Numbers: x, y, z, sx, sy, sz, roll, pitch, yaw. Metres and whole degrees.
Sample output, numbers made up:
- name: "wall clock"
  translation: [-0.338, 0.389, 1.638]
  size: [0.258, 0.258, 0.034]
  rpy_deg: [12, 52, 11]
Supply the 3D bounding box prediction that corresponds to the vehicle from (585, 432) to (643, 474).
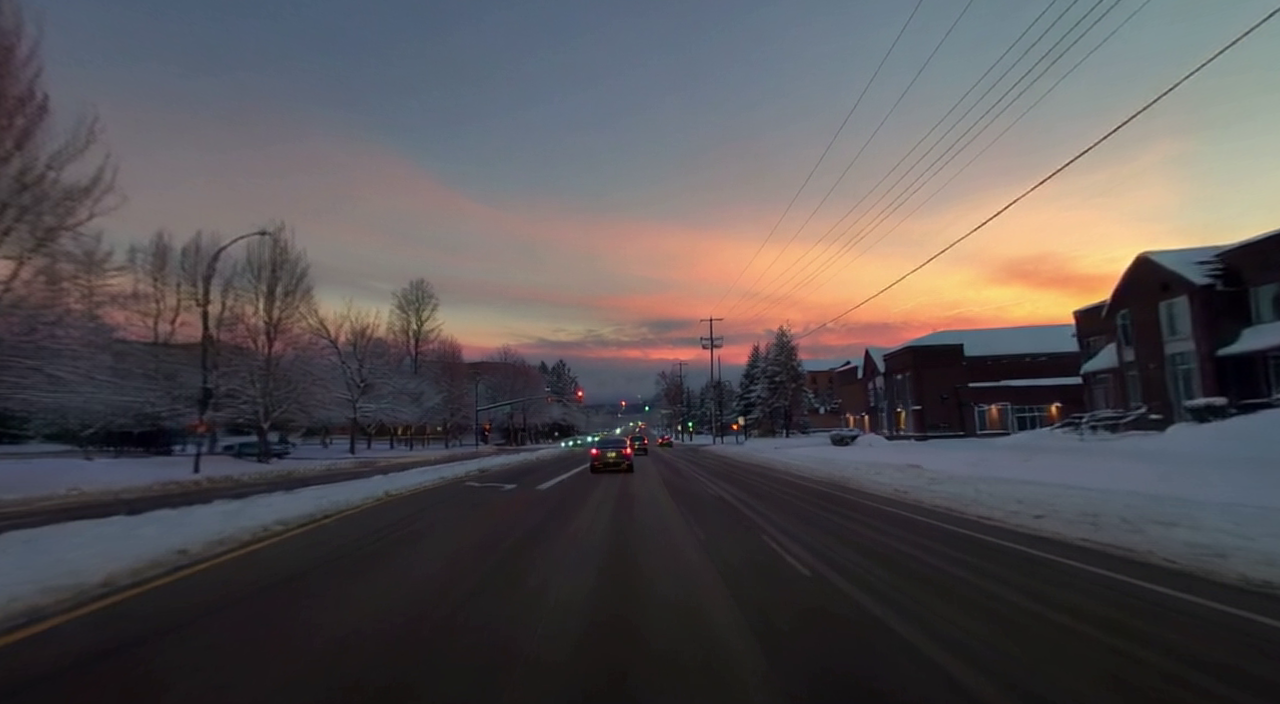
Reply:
- name: "vehicle"
  translation: [-0.943, 3.863, 24.420]
  size: [2.075, 1.470, 3.962]
  rpy_deg: [0, -8, 0]
